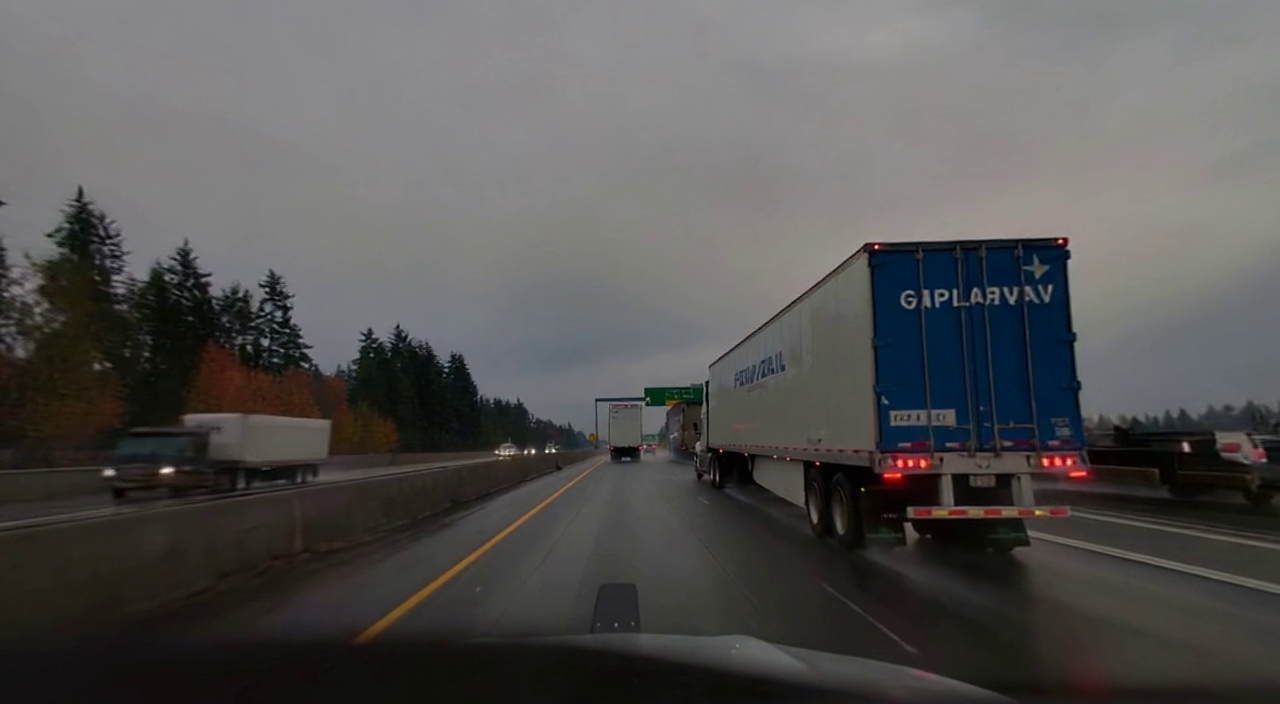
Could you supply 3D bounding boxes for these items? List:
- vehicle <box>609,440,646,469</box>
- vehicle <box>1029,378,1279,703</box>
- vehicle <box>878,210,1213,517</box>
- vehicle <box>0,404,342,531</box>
[{"bbox_3d":[-0.725,5.667,35.099,1.943,1.491,3.459,0,-8,-2],"label":"vehicle"},{"bbox_3d":[4.657,1.015,3.776,4.253,1.543,2.045,4,-9,-30],"label":"vehicle"},{"bbox_3d":[4.362,0.197,7.252,2.244,3.047,2.035,0,-8,-2],"label":"vehicle"},{"bbox_3d":[-12.163,3.098,18.020,2.774,2.621,9.453,-1,-8,-1],"label":"vehicle"}]
